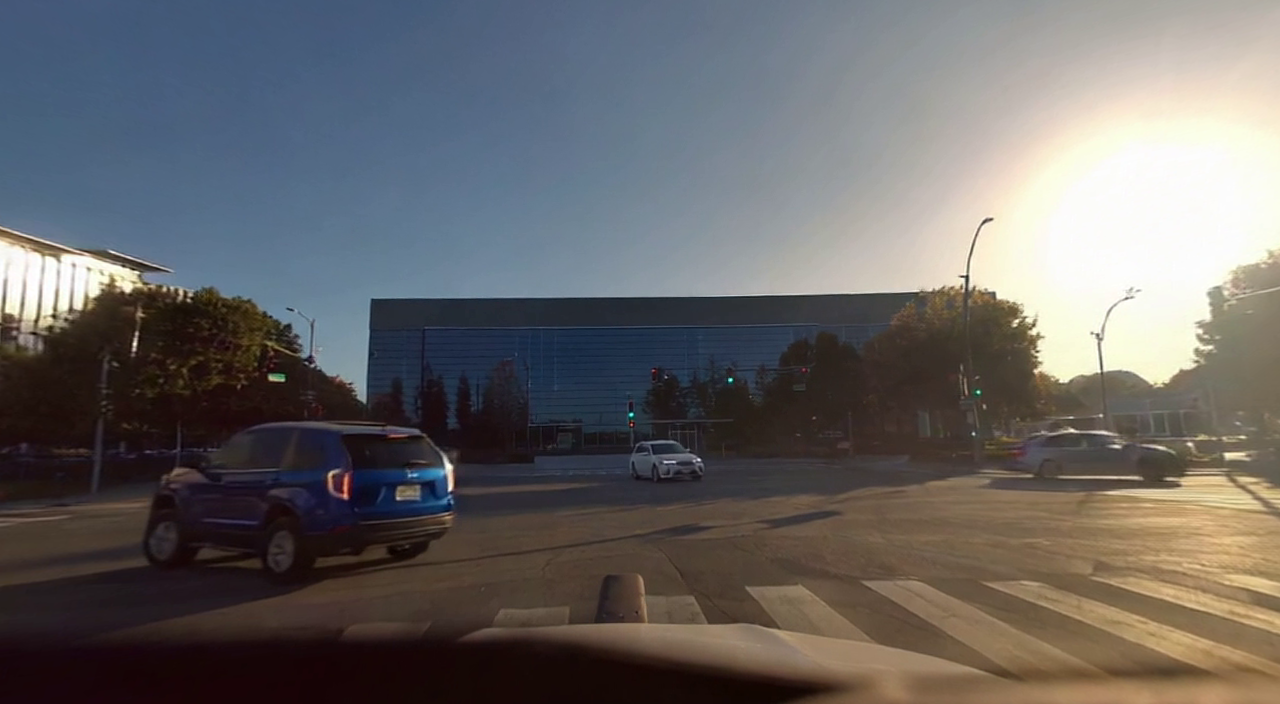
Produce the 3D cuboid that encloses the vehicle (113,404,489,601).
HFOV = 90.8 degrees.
[{"bbox_3d":[-4.157,1.675,7.789,4.038,1.807,2.085,-5,-10,28],"label":"vehicle"}]

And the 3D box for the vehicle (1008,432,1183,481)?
[{"bbox_3d":[16.188,3.749,22.767,4.529,1.604,2.130,-3,-9,16],"label":"vehicle"}]

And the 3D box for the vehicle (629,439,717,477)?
[{"bbox_3d":[1.520,5.176,31.156,1.998,1.674,4.652,5,-10,-33],"label":"vehicle"}]

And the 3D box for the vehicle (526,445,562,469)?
[{"bbox_3d":[-6.823,7.496,45.359,2.034,1.663,4.025,0,-8,-1],"label":"vehicle"}]
